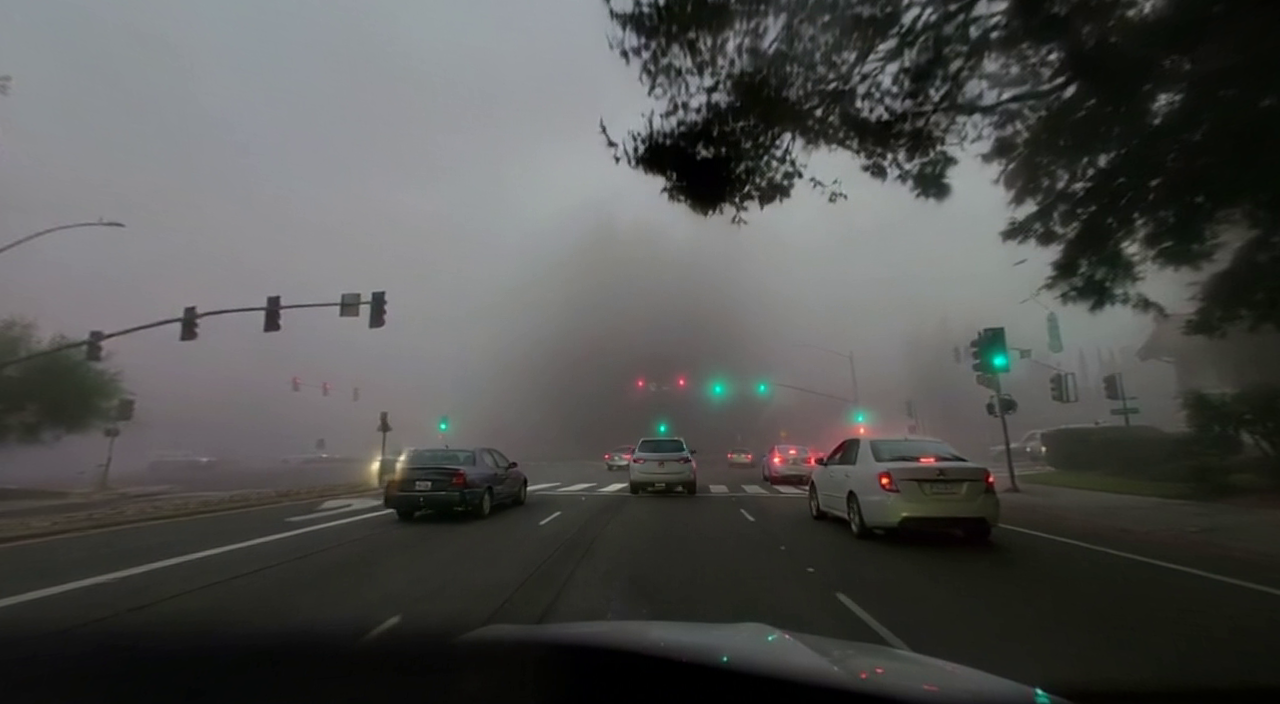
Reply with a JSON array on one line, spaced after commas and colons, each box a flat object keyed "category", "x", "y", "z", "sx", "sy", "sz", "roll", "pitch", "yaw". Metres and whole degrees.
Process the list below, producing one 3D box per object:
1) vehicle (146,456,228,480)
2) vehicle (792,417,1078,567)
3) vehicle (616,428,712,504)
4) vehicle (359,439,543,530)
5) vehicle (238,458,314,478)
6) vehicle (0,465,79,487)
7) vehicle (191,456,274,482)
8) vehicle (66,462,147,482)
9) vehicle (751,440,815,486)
[{"category": "vehicle", "x": -34.825, "y": 8.937, "z": 48.520, "sx": 4.741, "sy": 1.751, "sz": 2.214, "roll": -2, "pitch": -9, "yaw": 8}, {"category": "vehicle", "x": 3.814, "y": 1.900, "z": 9.339, "sx": 2.106, "sy": 1.636, "sz": 4.655, "roll": -1, "pitch": -9, "yaw": 2}, {"category": "vehicle", "x": 0.749, "y": 3.041, "z": 17.221, "sx": 2.250, "sy": 1.768, "sz": 4.574, "roll": -1, "pitch": -9, "yaw": 5}, {"category": "vehicle", "x": -3.445, "y": 2.513, "z": 12.612, "sx": 2.006, "sy": 1.464, "sz": 4.586, "roll": -1, "pitch": -9, "yaw": 4}, {"category": "vehicle", "x": -27.214, "y": 8.671, "z": 47.161, "sx": 4.647, "sy": 1.427, "sz": 2.065, "roll": -2, "pitch": -9, "yaw": 13}, {"category": "vehicle", "x": -44.092, "y": 8.936, "z": 45.559, "sx": 4.725, "sy": 1.457, "sz": 2.041, "roll": 1, "pitch": -9, "yaw": -9}, {"category": "vehicle", "x": -28.557, "y": 8.183, "z": 44.218, "sx": 4.711, "sy": 1.661, "sz": 1.990, "roll": -2, "pitch": -9, "yaw": 12}, {"category": "vehicle", "x": -41.640, "y": 9.364, "z": 49.267, "sx": 4.634, "sy": 1.452, "sz": 1.888, "roll": 0, "pitch": -9, "yaw": 1}, {"category": "vehicle", "x": 5.173, "y": 4.039, "z": 23.189, "sx": 1.859, "sy": 1.540, "sz": 3.454, "roll": -1, "pitch": -9, "yaw": 6}]
